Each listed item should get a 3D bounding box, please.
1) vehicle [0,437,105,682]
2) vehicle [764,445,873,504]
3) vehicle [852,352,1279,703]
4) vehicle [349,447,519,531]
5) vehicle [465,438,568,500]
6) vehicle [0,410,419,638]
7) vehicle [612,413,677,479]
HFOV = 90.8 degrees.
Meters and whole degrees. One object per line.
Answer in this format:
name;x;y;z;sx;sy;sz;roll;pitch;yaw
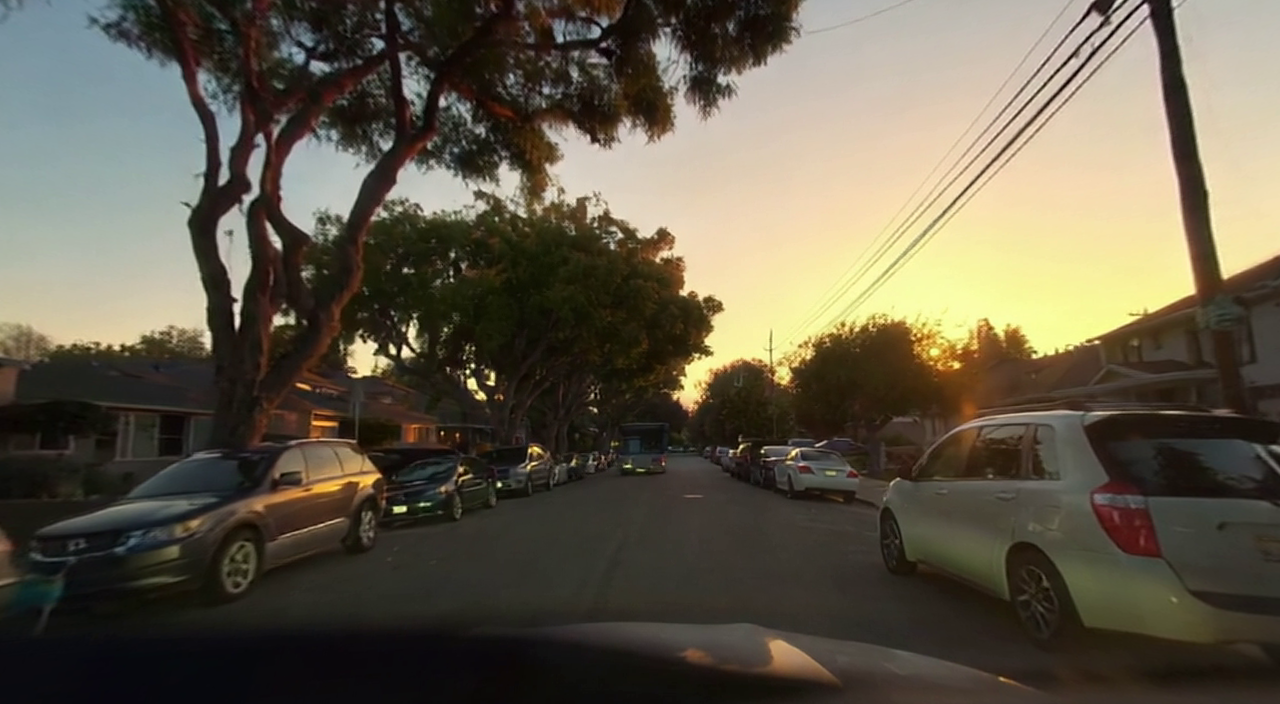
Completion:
vehicle;-4.974;1.074;2.430;1.855;1.510;4.406;0;-8;2
vehicle;4.917;3.404;18.047;1.813;1.468;4.267;0;-8;0
vehicle;3.731;1.286;5.585;2.182;1.900;4.779;0;-8;2
vehicle;-4.211;2.856;13.899;1.861;1.474;4.749;-1;-8;4
vehicle;-3.877;3.776;20.965;2.002;1.781;5.380;-1;-8;4
vehicle;-4.749;1.757;7.673;2.203;1.815;4.972;0;-8;1
vehicle;0.396;4.695;31.639;2.716;2.887;6.781;-1;-8;5
